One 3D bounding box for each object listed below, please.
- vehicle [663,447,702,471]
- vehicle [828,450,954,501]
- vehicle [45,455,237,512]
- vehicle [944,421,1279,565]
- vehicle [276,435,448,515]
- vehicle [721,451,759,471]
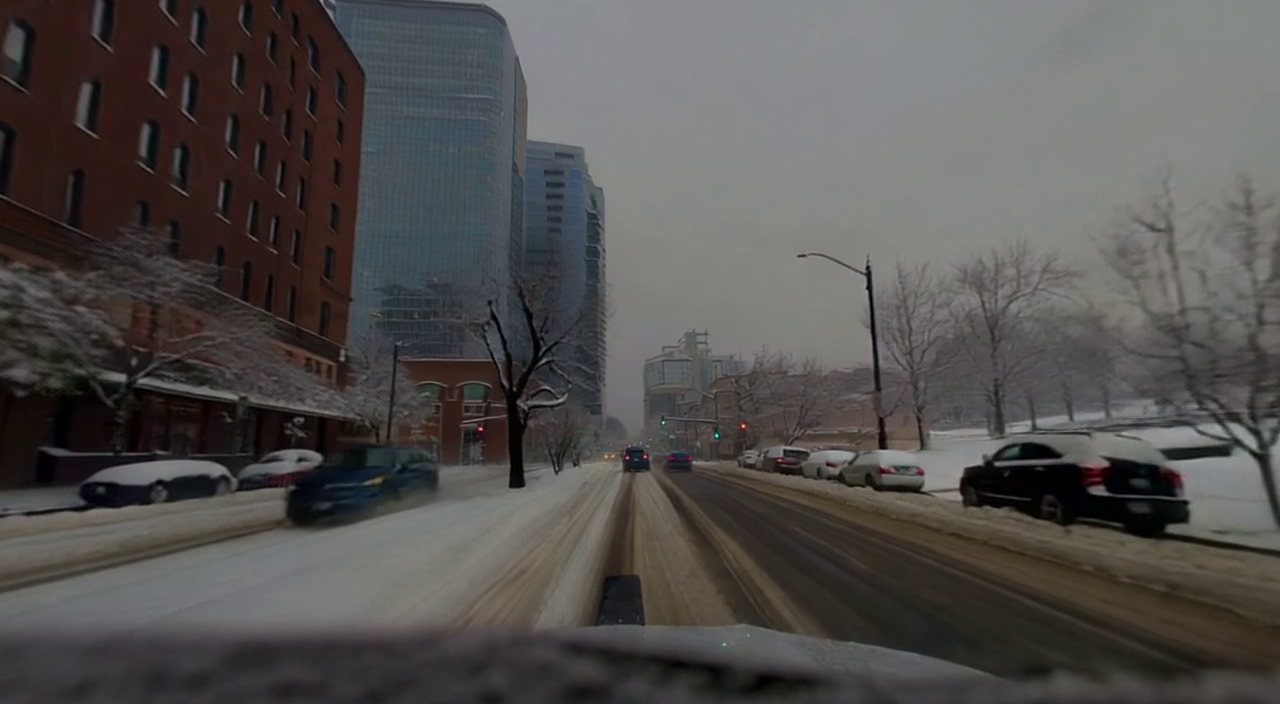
[{"bbox_3d":[2.796,7.154,42.616,2.238,1.499,4.964,0,-8,-1],"label":"vehicle"},{"bbox_3d":[7.965,3.944,20.690,2.030,1.444,4.832,0,-9,-2],"label":"vehicle"},{"bbox_3d":[-14.929,3.909,19.354,1.953,1.456,4.690,0,-9,2],"label":"vehicle"},{"bbox_3d":[7.971,2.365,11.437,2.305,1.984,5.002,0,-9,-1],"label":"vehicle"},{"bbox_3d":[-6.331,2.834,15.103,2.048,1.615,4.453,0,-8,0],"label":"vehicle"},{"bbox_3d":[7.828,8.572,49.942,2.054,1.455,4.786,0,-9,-2],"label":"vehicle"}]
